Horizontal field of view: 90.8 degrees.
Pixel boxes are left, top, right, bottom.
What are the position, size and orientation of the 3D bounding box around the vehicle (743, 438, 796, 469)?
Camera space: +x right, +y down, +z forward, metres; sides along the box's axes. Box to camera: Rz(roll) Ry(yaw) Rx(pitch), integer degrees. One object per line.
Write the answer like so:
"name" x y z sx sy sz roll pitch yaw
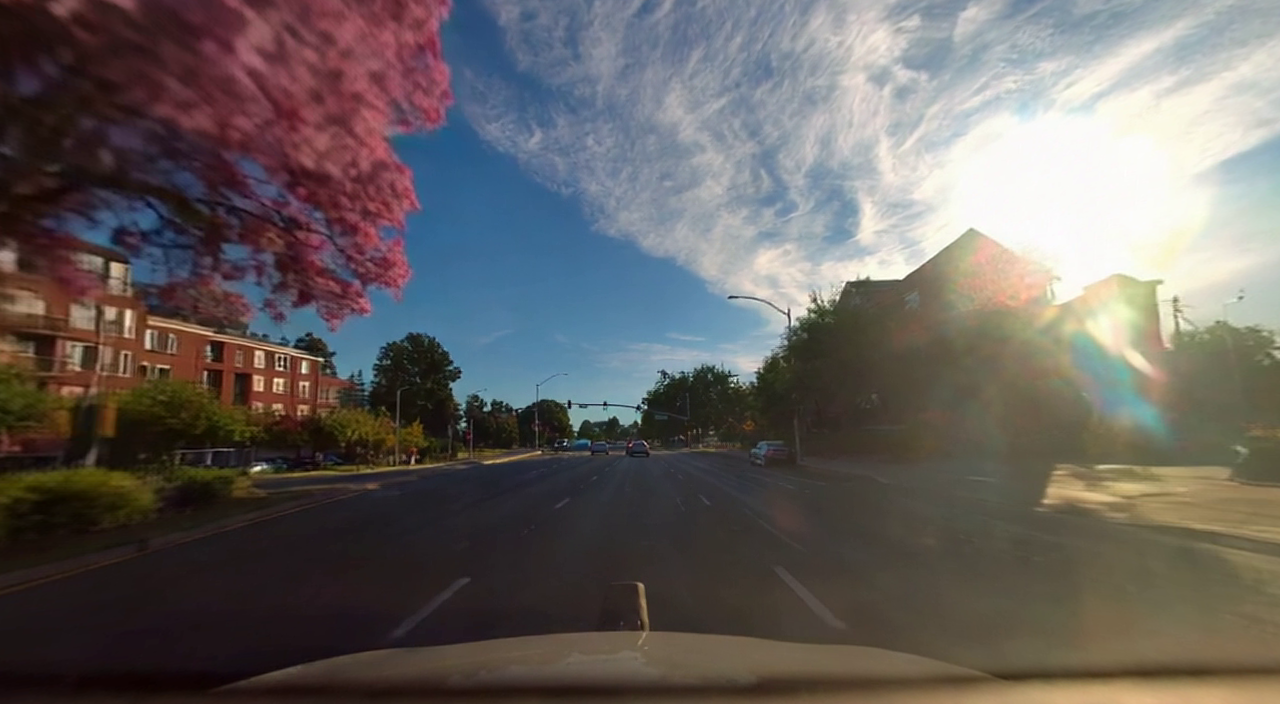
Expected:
"vehicle" 7.124 5.616 35.095 1.933 1.580 4.162 0 -9 -2
